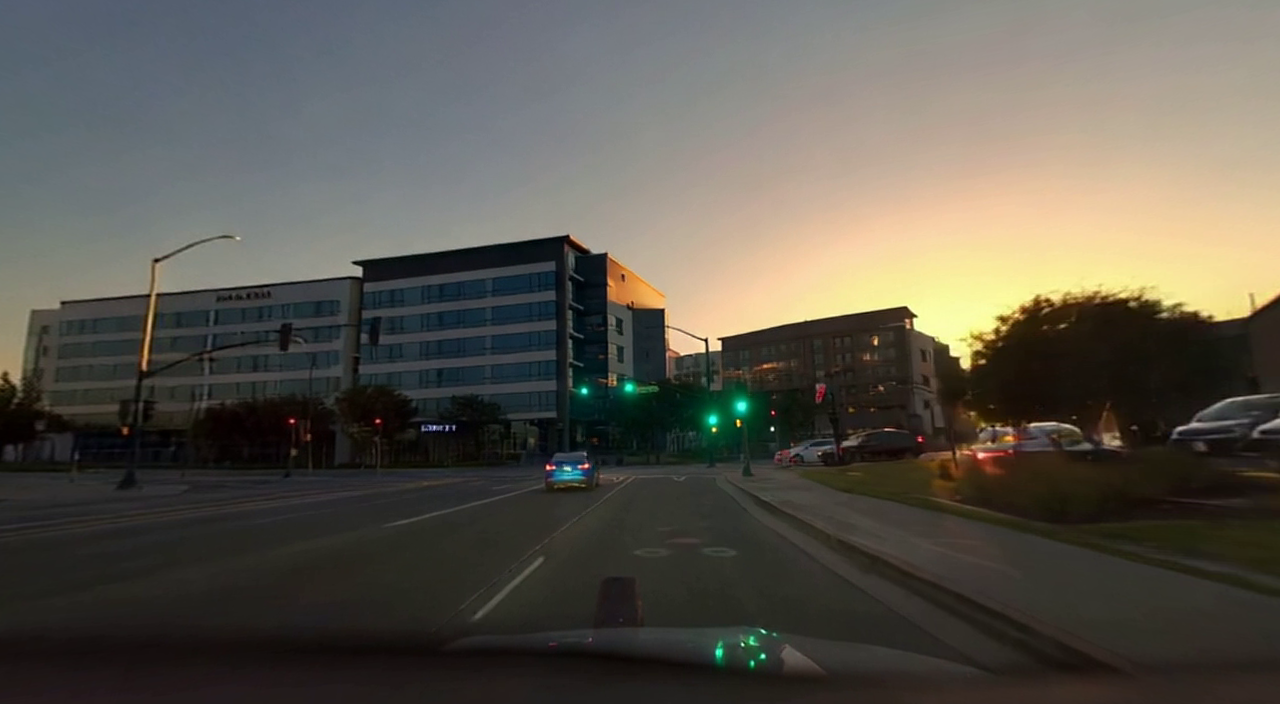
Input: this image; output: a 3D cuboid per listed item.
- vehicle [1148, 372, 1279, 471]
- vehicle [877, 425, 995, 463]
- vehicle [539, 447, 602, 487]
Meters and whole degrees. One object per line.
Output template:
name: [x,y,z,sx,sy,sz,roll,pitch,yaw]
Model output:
vehicle: [13.351,1.380,12.308,4.904,1.755,2.114,0,-9,1]
vehicle: [12.868,4.028,27.579,4.120,1.558,1.959,0,-9,0]
vehicle: [-2.788,4.741,26.330,1.971,1.486,4.380,-1,-9,2]
